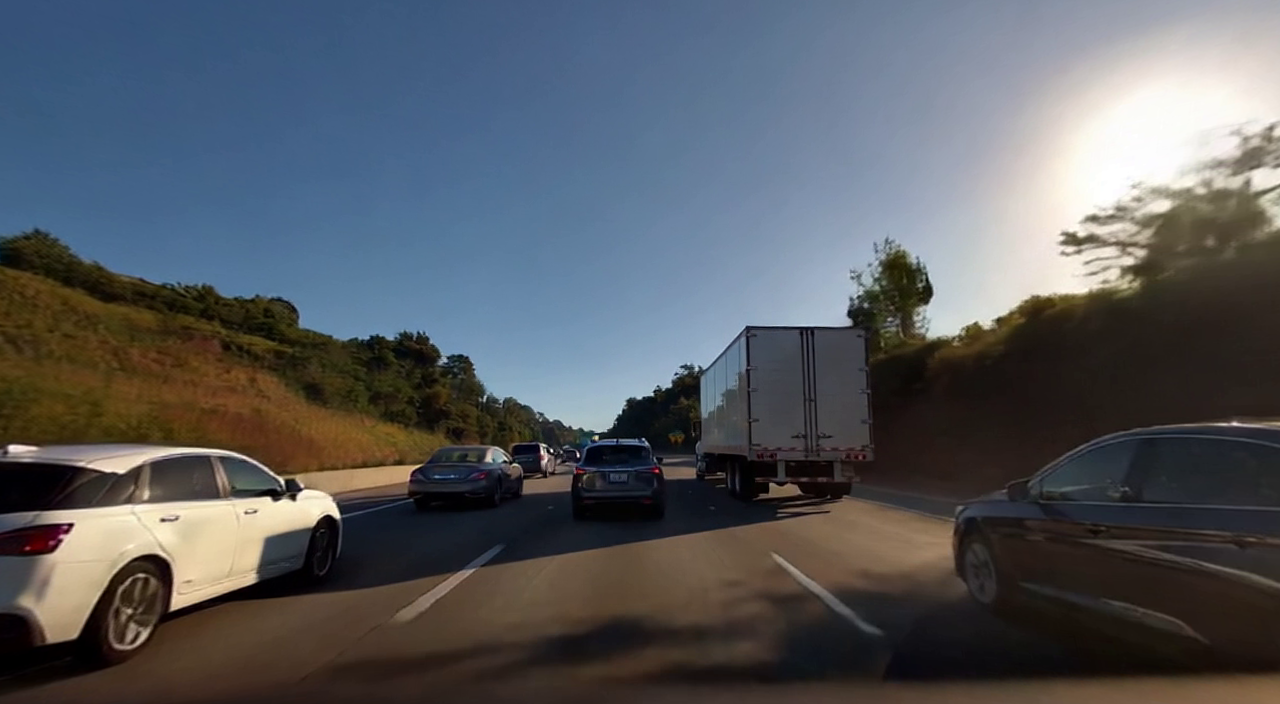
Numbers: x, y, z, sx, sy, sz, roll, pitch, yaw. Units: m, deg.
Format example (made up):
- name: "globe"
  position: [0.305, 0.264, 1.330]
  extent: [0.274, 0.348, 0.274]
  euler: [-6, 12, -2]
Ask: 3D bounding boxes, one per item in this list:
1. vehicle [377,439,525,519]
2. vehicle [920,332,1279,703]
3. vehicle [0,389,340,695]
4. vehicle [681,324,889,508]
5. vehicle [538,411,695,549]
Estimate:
- name: "vehicle"
  position: [-3.978, 2.741, 14.095]
  extent: [1.923, 1.503, 4.293]
  euler: [0, -9, 1]
- name: "vehicle"
  position: [3.648, 0.949, 3.473]
  extent: [2.076, 1.751, 4.666]
  euler: [0, -9, 1]
- name: "vehicle"
  position: [-4.325, 1.302, 5.181]
  extent: [1.789, 1.620, 3.841]
  euler: [0, -9, 0]
- name: "vehicle"
  position: [3.686, 2.589, 21.769]
  extent: [3.186, 4.111, 15.553]
  euler: [0, -9, -1]
- name: "vehicle"
  position: [-0.315, 2.005, 10.405]
  extent: [2.037, 1.792, 4.194]
  euler: [0, -9, 0]
